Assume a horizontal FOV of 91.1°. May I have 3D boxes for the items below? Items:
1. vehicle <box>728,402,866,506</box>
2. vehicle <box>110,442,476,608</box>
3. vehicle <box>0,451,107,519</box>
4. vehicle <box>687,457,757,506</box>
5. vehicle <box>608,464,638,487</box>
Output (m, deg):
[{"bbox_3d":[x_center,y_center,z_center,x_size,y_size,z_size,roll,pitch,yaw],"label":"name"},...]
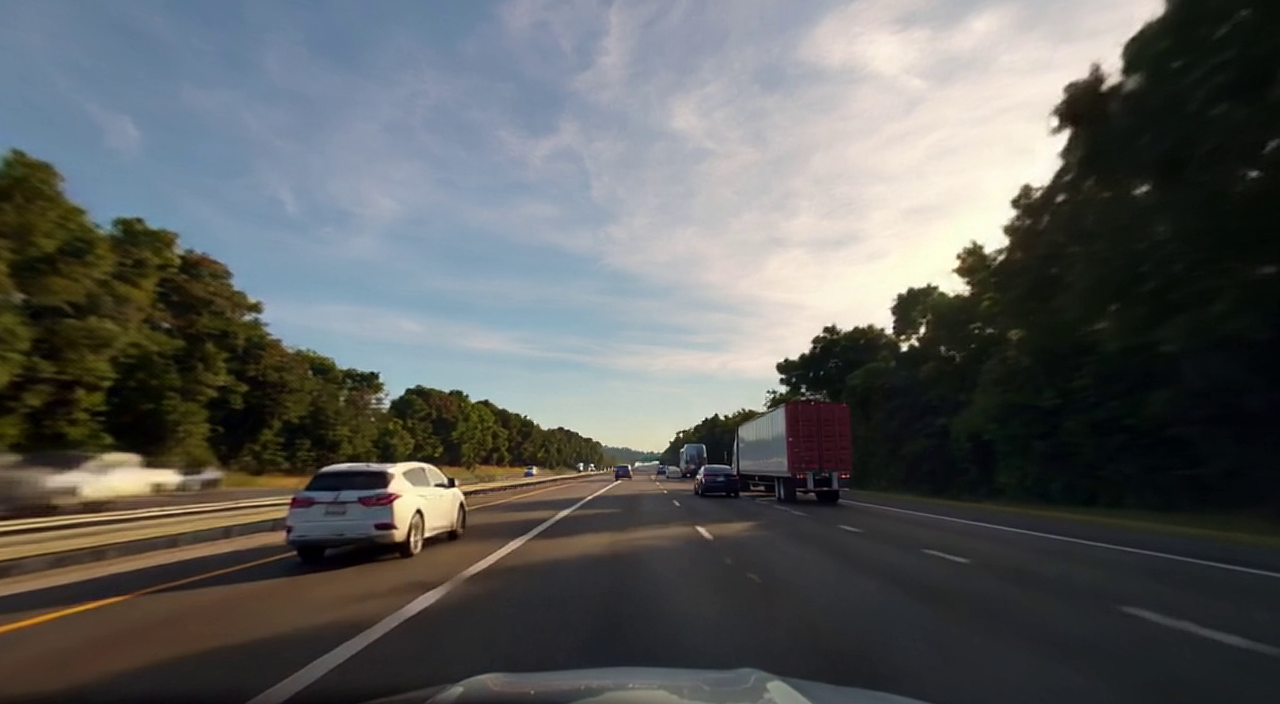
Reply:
[{"bbox_3d":[7.506,5.671,34.011,2.861,4.086,17.499,1,-10,-1],"label":"vehicle"},{"bbox_3d":[-3.826,2.030,8.209,2.065,1.485,4.682,1,-10,0],"label":"vehicle"},{"bbox_3d":[-15.538,3.086,14.672,1.943,1.509,4.783,1,-10,0],"label":"vehicle"},{"bbox_3d":[3.089,5.032,24.712,2.050,1.708,4.457,1,-10,-1],"label":"vehicle"},{"bbox_3d":[-1.167,8.919,45.607,2.025,1.547,4.150,1,-10,0],"label":"vehicle"}]
